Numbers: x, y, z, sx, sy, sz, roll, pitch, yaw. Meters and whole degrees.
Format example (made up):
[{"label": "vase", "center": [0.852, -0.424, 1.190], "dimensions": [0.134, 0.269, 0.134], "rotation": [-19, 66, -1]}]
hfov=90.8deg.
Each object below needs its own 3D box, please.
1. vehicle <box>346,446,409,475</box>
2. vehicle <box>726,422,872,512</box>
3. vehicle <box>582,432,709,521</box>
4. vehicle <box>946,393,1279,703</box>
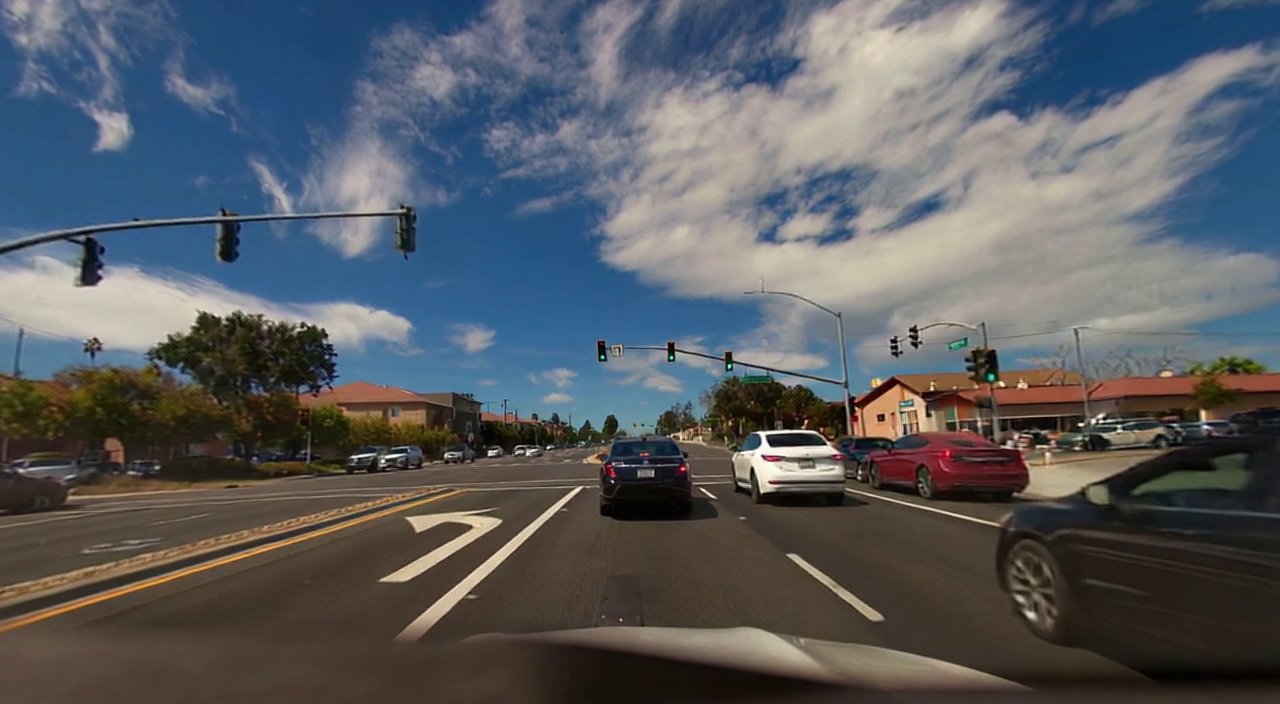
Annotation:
[{"label": "vehicle", "center": [-18.683, 7.677, 45.230], "dimensions": [2.324, 1.911, 5.610], "rotation": [0, -8, -3]}, {"label": "vehicle", "center": [3.251, 2.470, 14.018], "dimensions": [1.973, 1.633, 4.717], "rotation": [0, -8, -1]}, {"label": "vehicle", "center": [0.056, 2.402, 12.731], "dimensions": [2.135, 1.468, 4.076], "rotation": [0, -8, -1]}, {"label": "vehicle", "center": [3.534, 0.963, 2.926], "dimensions": [1.889, 1.473, 4.643], "rotation": [0, -8, 0]}]
